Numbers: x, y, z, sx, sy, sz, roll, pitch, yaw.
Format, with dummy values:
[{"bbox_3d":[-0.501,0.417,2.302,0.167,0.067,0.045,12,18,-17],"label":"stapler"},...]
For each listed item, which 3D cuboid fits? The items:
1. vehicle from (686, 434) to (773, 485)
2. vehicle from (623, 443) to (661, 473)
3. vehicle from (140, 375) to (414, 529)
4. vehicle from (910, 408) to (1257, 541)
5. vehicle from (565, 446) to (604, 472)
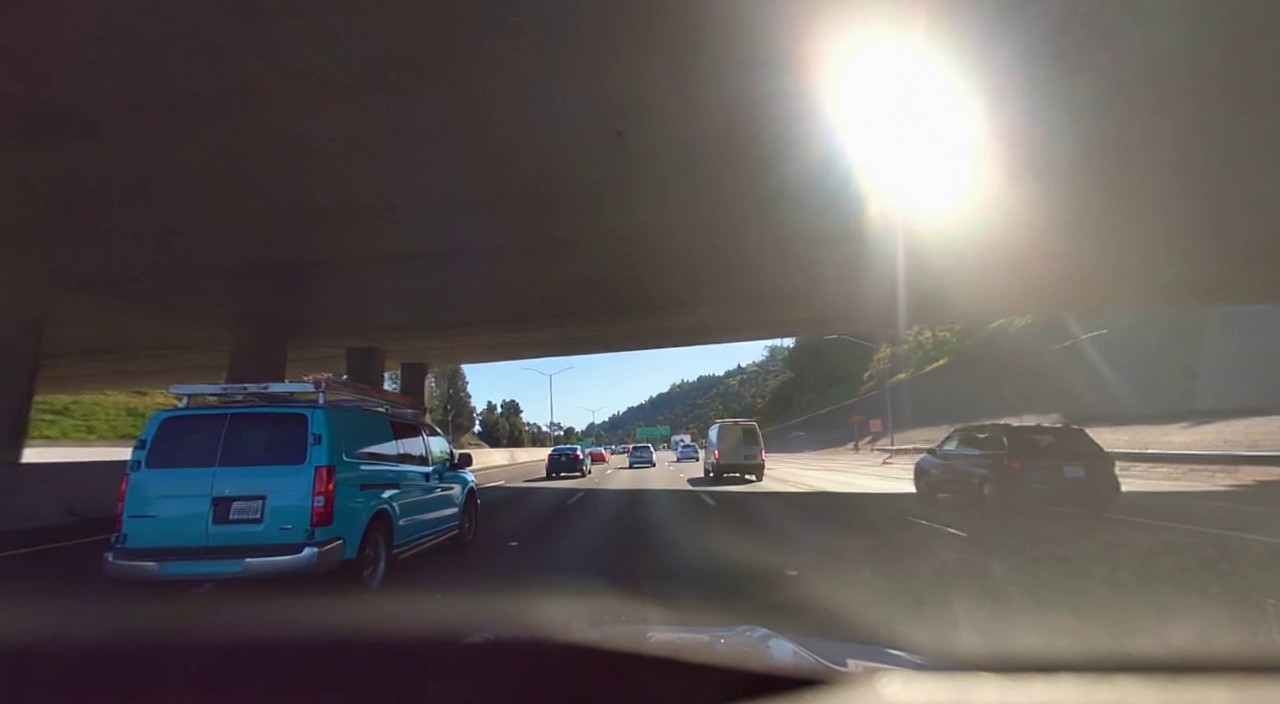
[{"bbox_3d":[3.574,4.485,26.663,2.777,1.895,5.710,0,-9,0],"label":"vehicle"},{"bbox_3d":[0.104,6.147,36.814,2.115,1.617,4.102,0,-8,0],"label":"vehicle"},{"bbox_3d":[-7.590,2.231,14.444,2.336,2.708,6.421,0,-8,1],"label":"vehicle"},{"bbox_3d":[7.467,2.149,11.765,2.304,1.840,5.706,0,-8,0],"label":"vehicle"},{"bbox_3d":[-3.387,6.601,39.249,1.970,1.483,4.071,0,-8,1],"label":"vehicle"}]
